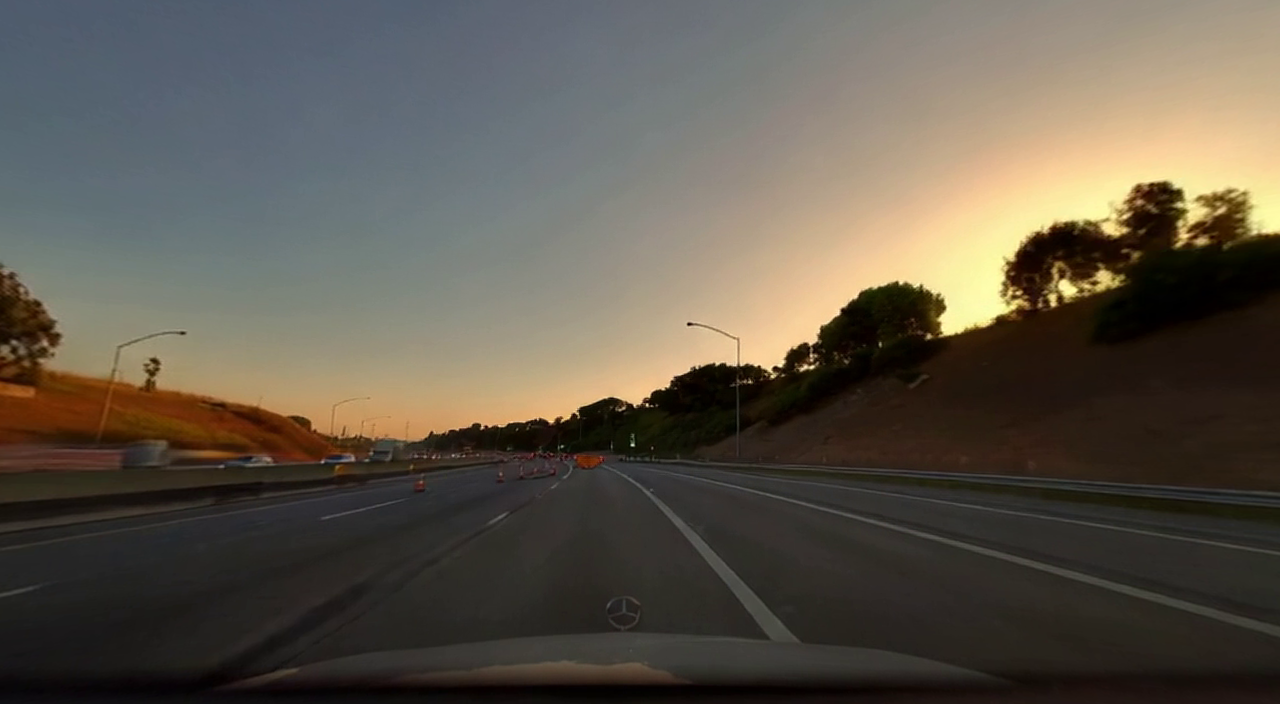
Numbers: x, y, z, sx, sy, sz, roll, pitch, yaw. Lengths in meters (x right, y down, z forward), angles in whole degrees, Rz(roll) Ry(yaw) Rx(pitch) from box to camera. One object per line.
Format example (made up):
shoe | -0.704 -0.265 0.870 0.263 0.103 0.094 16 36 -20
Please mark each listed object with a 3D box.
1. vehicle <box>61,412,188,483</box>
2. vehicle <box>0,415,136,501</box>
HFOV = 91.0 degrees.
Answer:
vehicle | -18.470 3.442 22.758 1.996 2.393 2.954 0 -9 -2
vehicle | -18.012 2.889 17.627 2.450 2.180 6.404 6 -11 -2
